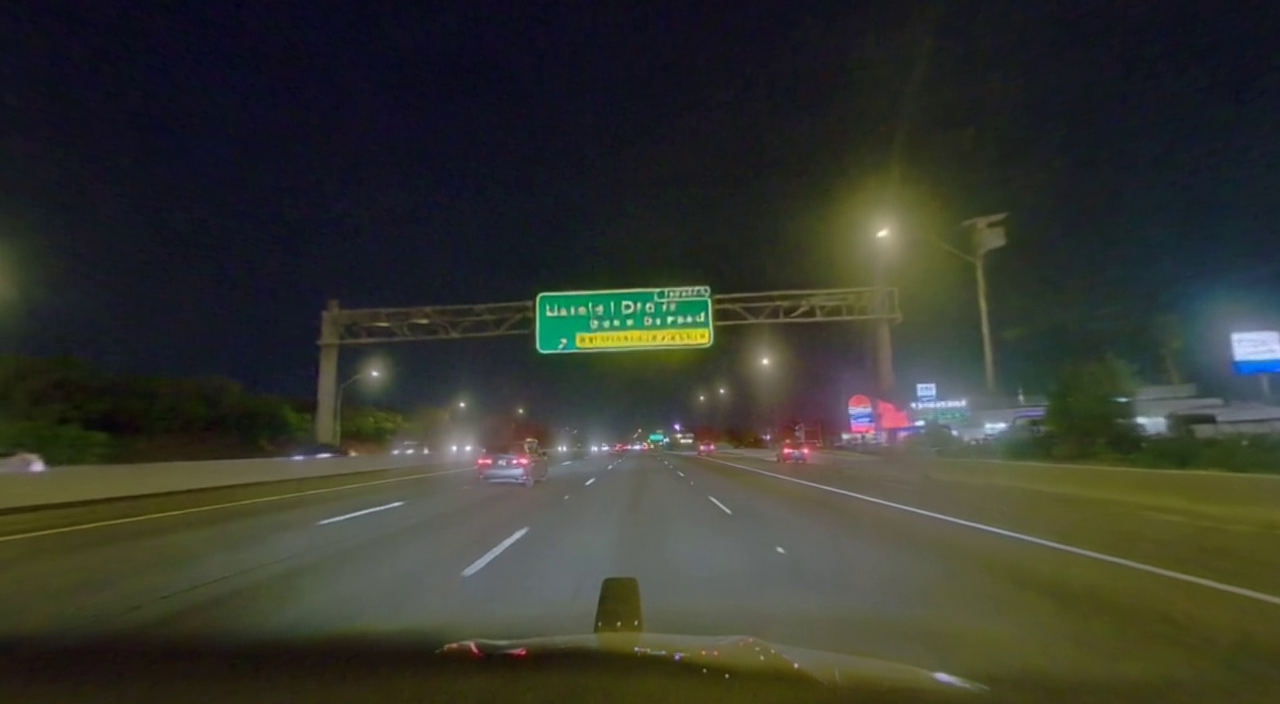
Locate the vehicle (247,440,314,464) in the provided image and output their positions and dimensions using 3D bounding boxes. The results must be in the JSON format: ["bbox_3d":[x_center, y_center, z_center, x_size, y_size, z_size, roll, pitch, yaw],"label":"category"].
[{"bbox_3d":[-22.731,6.320,40.140,1.762,1.400,4.240,0,-8,0],"label":"vehicle"}]

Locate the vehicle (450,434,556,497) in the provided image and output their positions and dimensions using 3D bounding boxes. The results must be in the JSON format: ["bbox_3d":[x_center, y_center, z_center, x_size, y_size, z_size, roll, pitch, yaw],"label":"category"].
[{"bbox_3d":[-3.649,3.097,17.642,1.939,1.508,4.272,0,-8,1],"label":"vehicle"}]
